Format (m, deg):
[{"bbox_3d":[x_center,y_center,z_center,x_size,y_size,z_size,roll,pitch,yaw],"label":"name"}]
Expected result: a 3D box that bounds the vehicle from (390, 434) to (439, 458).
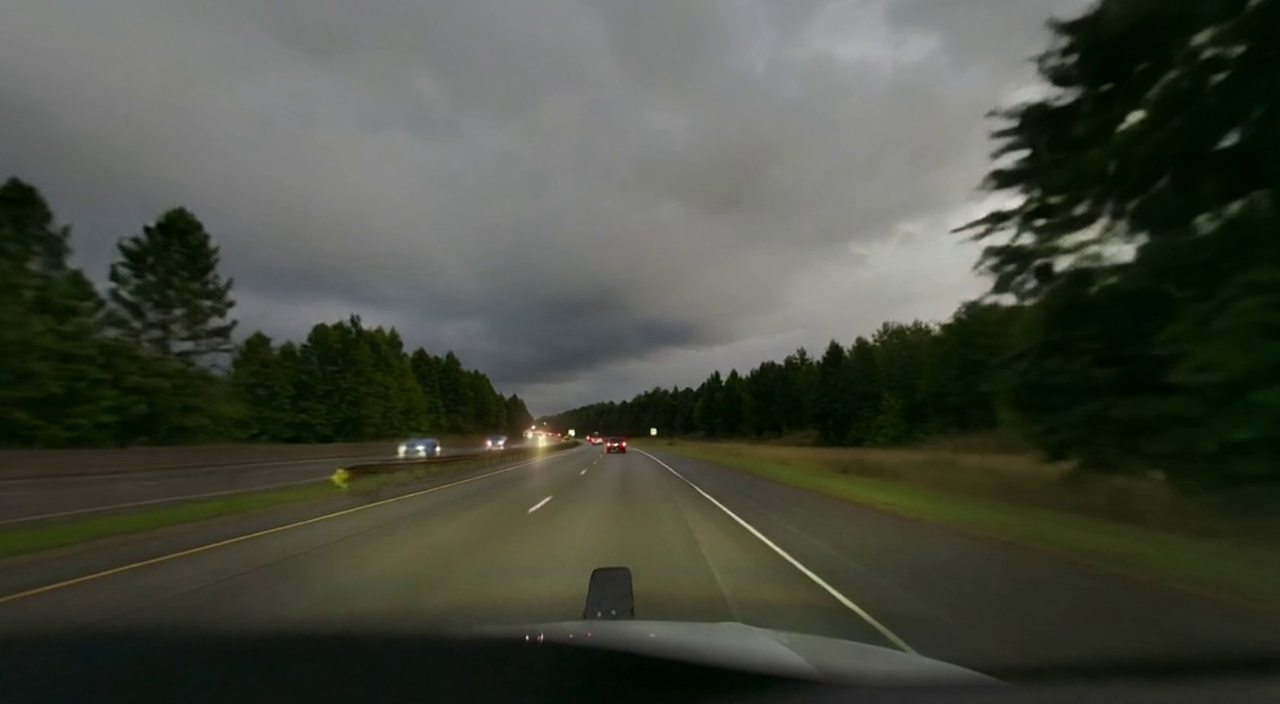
[{"bbox_3d":[-16.016,6.684,44.864,1.989,1.617,4.293,-1,-8,-2],"label":"vehicle"}]
